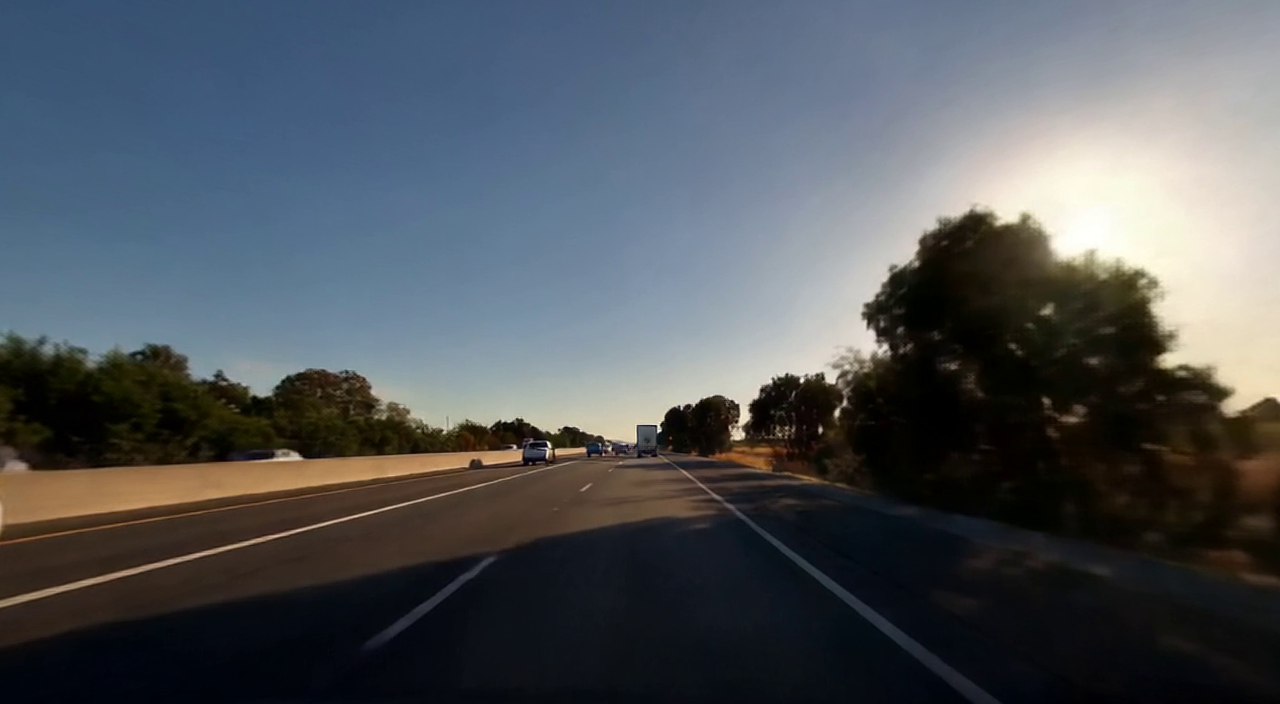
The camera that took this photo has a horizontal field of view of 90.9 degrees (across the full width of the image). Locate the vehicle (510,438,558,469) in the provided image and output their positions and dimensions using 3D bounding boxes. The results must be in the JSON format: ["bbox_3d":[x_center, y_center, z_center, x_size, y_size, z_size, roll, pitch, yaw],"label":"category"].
[{"bbox_3d":[-6.853,6.582,41.274,2.193,1.866,4.807,-1,-8,2],"label":"vehicle"}]

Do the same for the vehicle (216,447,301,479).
[{"bbox_3d":[-21.422,6.226,35.650,1.920,1.644,4.610,0,-8,0],"label":"vehicle"}]
